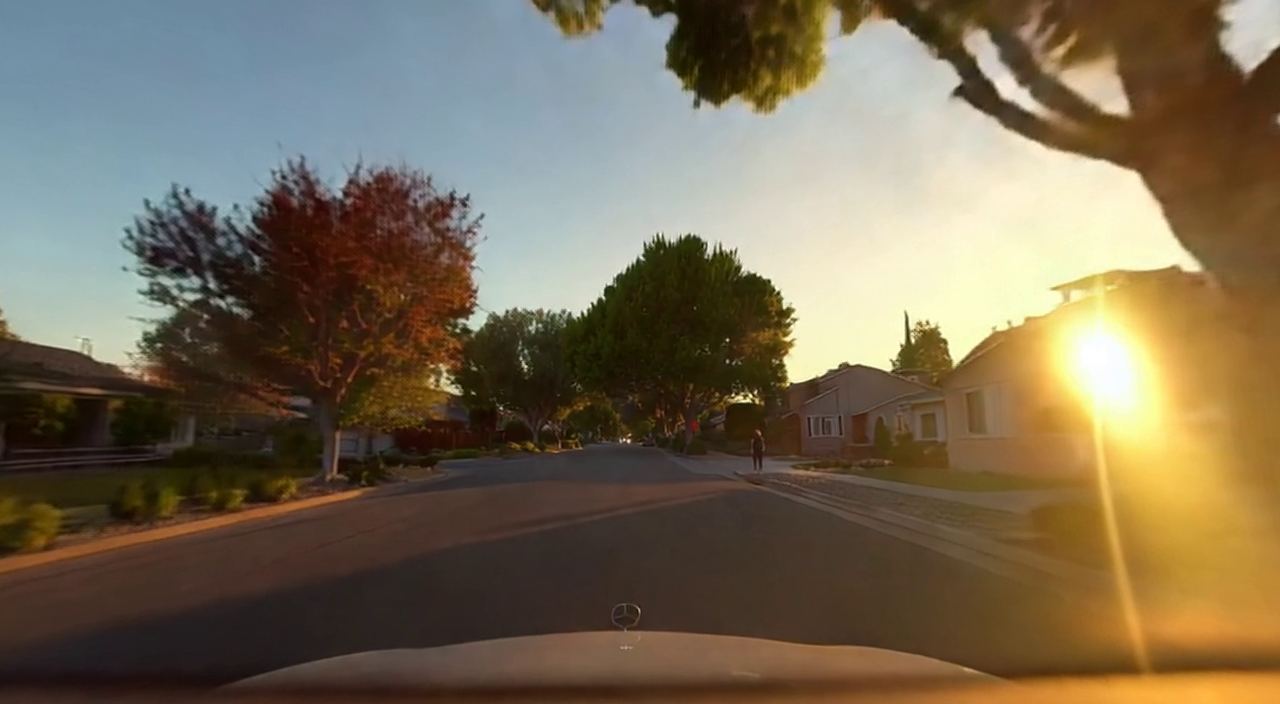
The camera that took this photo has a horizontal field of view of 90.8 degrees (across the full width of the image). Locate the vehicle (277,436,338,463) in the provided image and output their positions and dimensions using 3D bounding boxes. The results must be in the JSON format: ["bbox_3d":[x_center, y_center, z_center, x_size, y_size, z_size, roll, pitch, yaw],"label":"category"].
[{"bbox_3d":[-25.453,7.523,48.603,2.004,1.856,4.934,-3,-9,1],"label":"vehicle"}]
